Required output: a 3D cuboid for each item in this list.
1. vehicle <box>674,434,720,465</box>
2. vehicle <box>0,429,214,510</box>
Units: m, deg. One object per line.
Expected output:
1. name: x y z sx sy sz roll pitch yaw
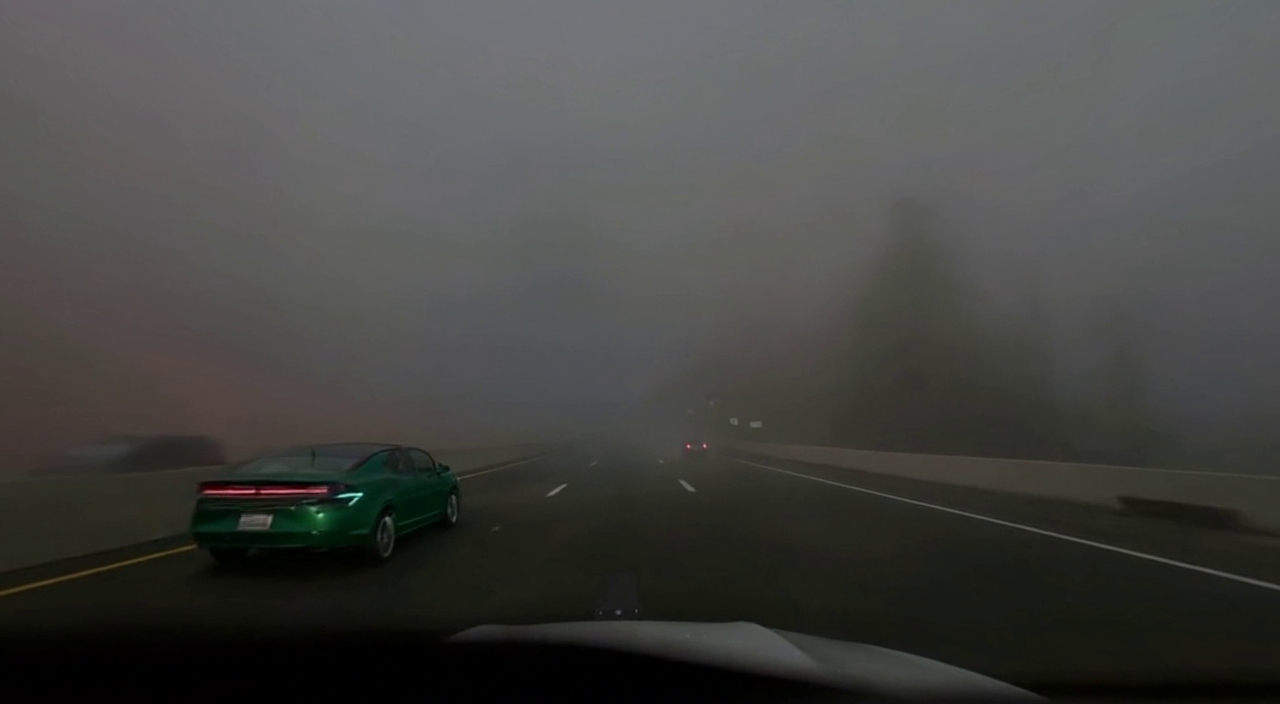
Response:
1. vehicle: 2.815 4.918 31.940 1.946 1.481 3.969 0 -8 -1
2. vehicle: -12.292 2.578 14.421 1.949 1.556 4.350 0 -8 0
